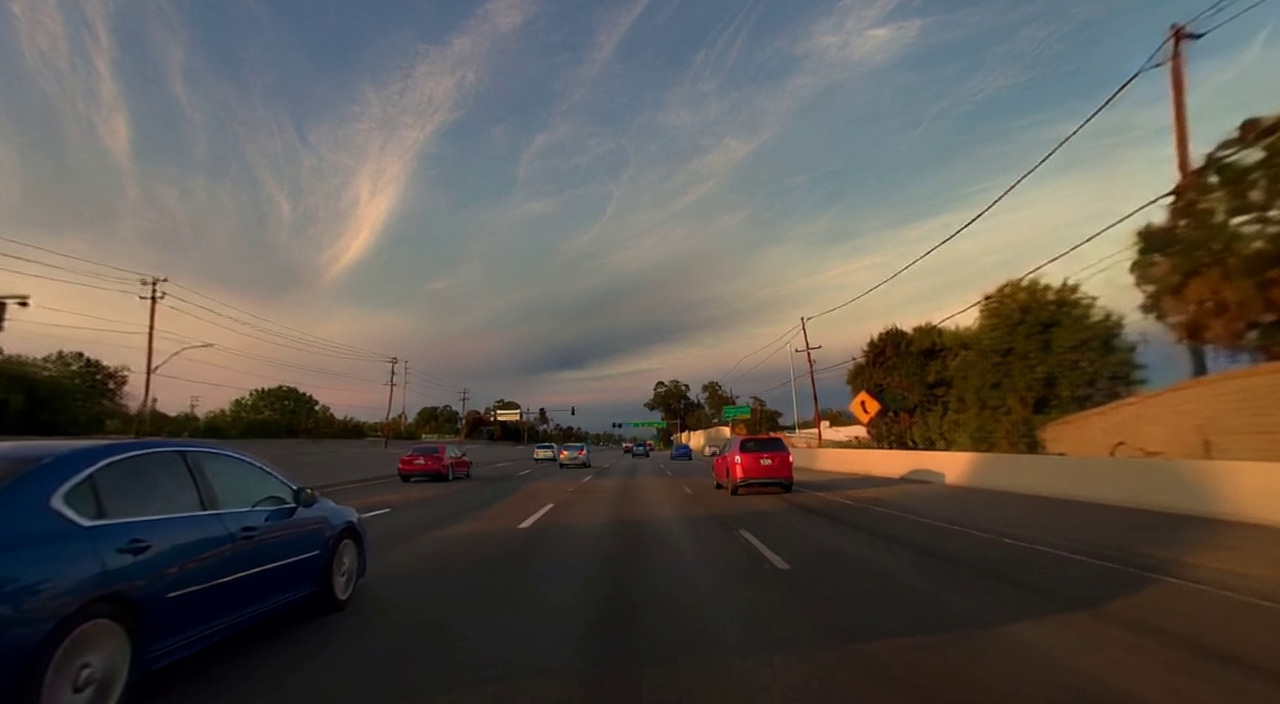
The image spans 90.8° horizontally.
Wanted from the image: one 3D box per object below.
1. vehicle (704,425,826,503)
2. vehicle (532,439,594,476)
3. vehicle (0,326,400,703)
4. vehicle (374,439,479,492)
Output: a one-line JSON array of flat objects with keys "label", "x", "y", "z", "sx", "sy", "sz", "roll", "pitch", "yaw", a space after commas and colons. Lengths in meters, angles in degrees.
[{"label": "vehicle", "x": 2.940, "y": 2.757, "z": 15.996, "sx": 2.100, "sy": 1.659, "sz": 4.387, "roll": 0, "pitch": -8, "yaw": -1}, {"label": "vehicle", "x": -3.252, "y": 4.565, "z": 27.584, "sx": 2.066, "sy": 1.488, "sz": 4.377, "roll": 0, "pitch": -8, "yaw": 1}, {"label": "vehicle", "x": -3.258, "y": 0.990, "z": 3.602, "sx": 2.104, "sy": 1.707, "sz": 4.338, "roll": 0, "pitch": -8, "yaw": -1}, {"label": "vehicle", "x": -6.645, "y": 3.548, "z": 20.168, "sx": 1.903, "sy": 1.482, "sz": 4.180, "roll": 0, "pitch": -8, "yaw": 0}]
